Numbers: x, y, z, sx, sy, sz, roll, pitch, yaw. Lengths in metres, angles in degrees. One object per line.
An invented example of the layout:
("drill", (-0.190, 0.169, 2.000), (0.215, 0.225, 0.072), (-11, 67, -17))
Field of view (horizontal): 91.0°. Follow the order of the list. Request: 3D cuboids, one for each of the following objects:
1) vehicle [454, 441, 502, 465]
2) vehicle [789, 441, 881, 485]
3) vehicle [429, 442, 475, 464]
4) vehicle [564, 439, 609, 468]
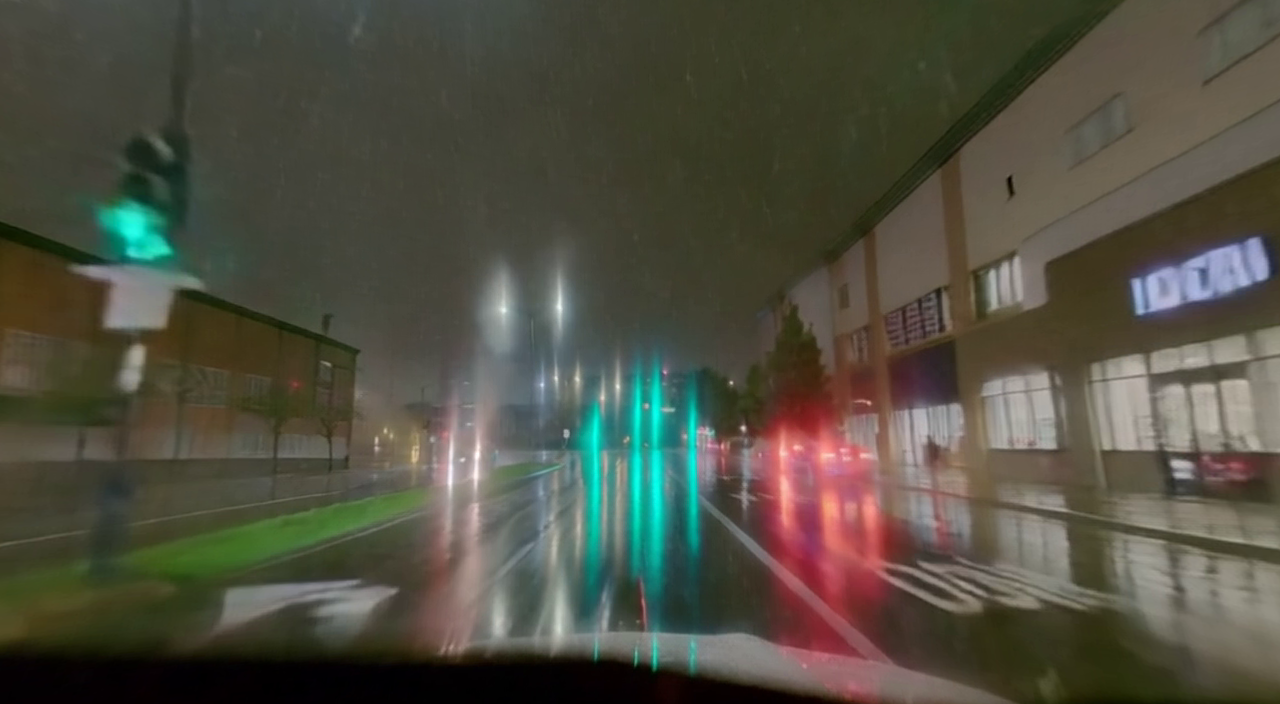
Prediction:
("vehicle", (-10.581, 6.650, 41.458), (2.051, 1.492, 4.132), (0, -9, 0))
("vehicle", (7.325, 4.199, 24.223), (1.968, 1.493, 4.878), (0, -9, 0))
("vehicle", (-13.528, 7.283, 45.484), (1.839, 1.465, 4.523), (0, -9, 1))
("vehicle", (-2.909, 5.613, 34.922), (2.078, 1.471, 4.217), (0, -9, 0))
